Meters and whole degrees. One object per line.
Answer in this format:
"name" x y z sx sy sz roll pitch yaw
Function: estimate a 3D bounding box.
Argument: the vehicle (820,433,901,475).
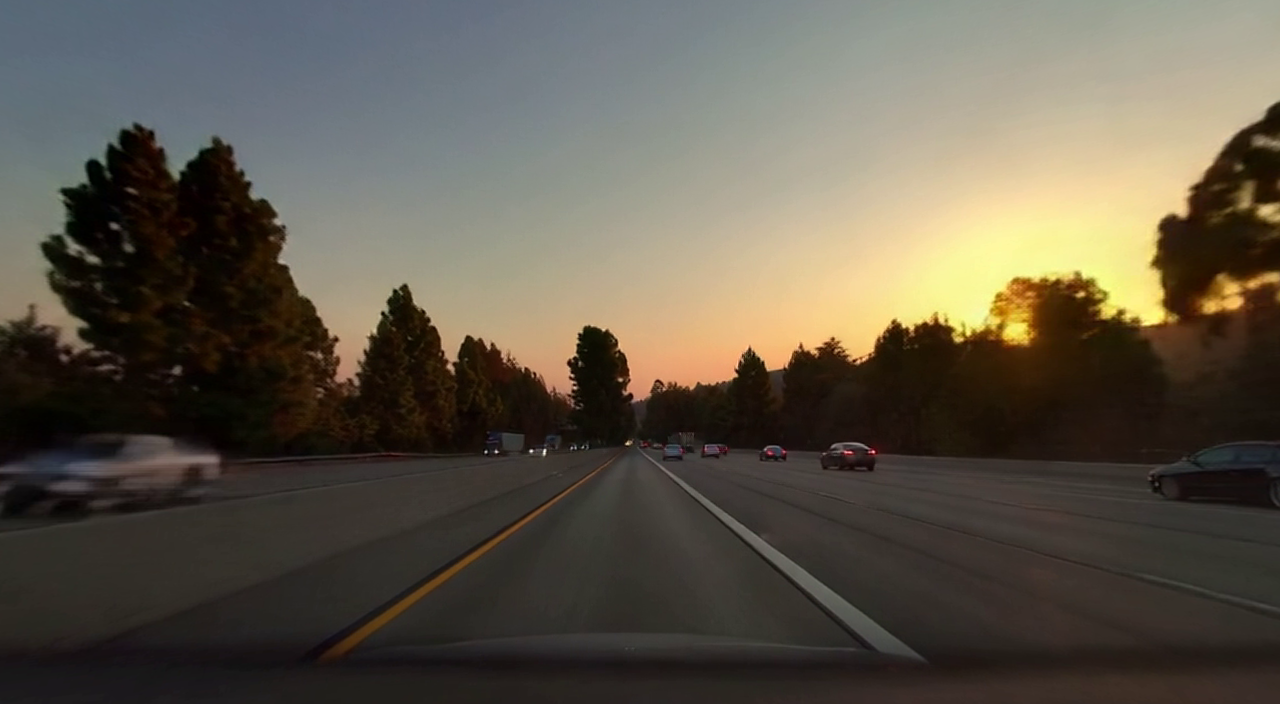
"vehicle" 10.205 4.761 29.663 2.098 1.820 4.505 0 -8 -1

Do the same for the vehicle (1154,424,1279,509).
"vehicle" 14.045 2.463 13.719 1.957 1.709 4.387 0 -8 -1

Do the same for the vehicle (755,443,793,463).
"vehicle" 10.393 7.849 49.137 1.931 1.479 4.183 0 -8 -2
